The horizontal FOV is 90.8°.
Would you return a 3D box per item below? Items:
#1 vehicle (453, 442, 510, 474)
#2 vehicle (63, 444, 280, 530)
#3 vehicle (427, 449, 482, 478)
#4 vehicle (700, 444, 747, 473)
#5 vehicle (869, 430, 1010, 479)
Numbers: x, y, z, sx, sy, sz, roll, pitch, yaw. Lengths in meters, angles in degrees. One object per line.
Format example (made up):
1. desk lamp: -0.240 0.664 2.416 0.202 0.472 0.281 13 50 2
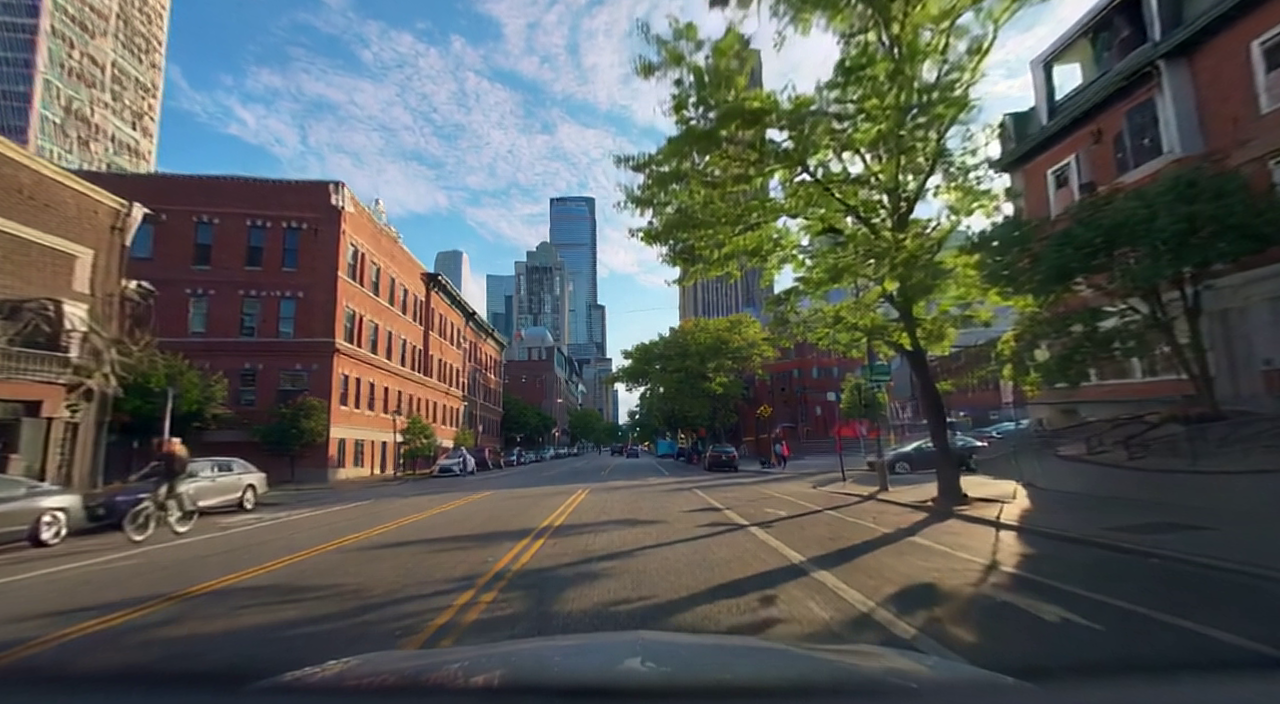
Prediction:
1. vehicle: -11.135 7.530 44.994 2.574 1.922 6.292 -4 -9 -2
2. vehicle: -10.957 3.199 15.296 1.977 1.697 4.285 -2 -10 0
3. vehicle: -11.316 6.807 38.859 1.992 1.629 4.773 0 -9 -1
4. vehicle: 4.662 6.024 35.892 1.929 1.522 4.543 0 -9 -1
5. vehicle: 11.469 3.946 24.437 4.380 1.608 1.942 -2 -9 -1
